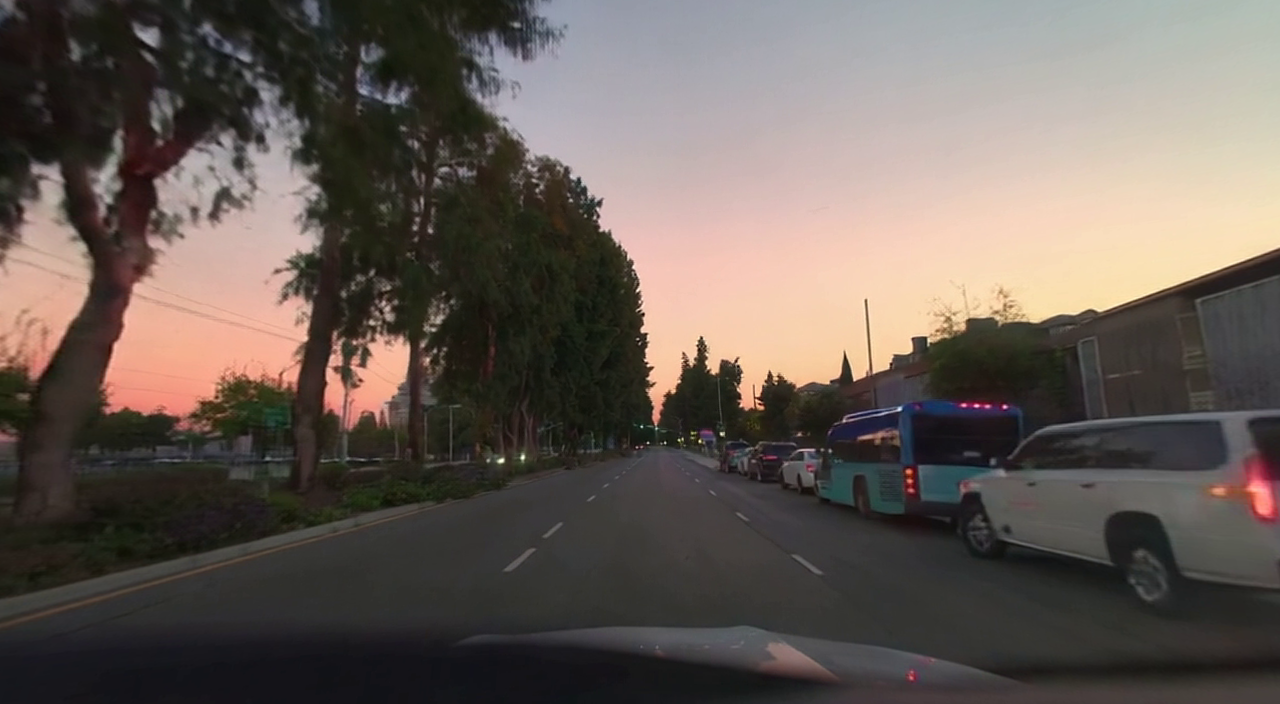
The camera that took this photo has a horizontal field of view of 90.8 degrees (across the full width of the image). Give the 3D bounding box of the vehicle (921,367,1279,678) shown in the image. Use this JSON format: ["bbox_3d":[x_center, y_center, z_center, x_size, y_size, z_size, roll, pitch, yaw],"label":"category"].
[{"bbox_3d":[4.818,1.292,5.855,2.304,1.760,4.630,0,-8,1],"label":"vehicle"}]
